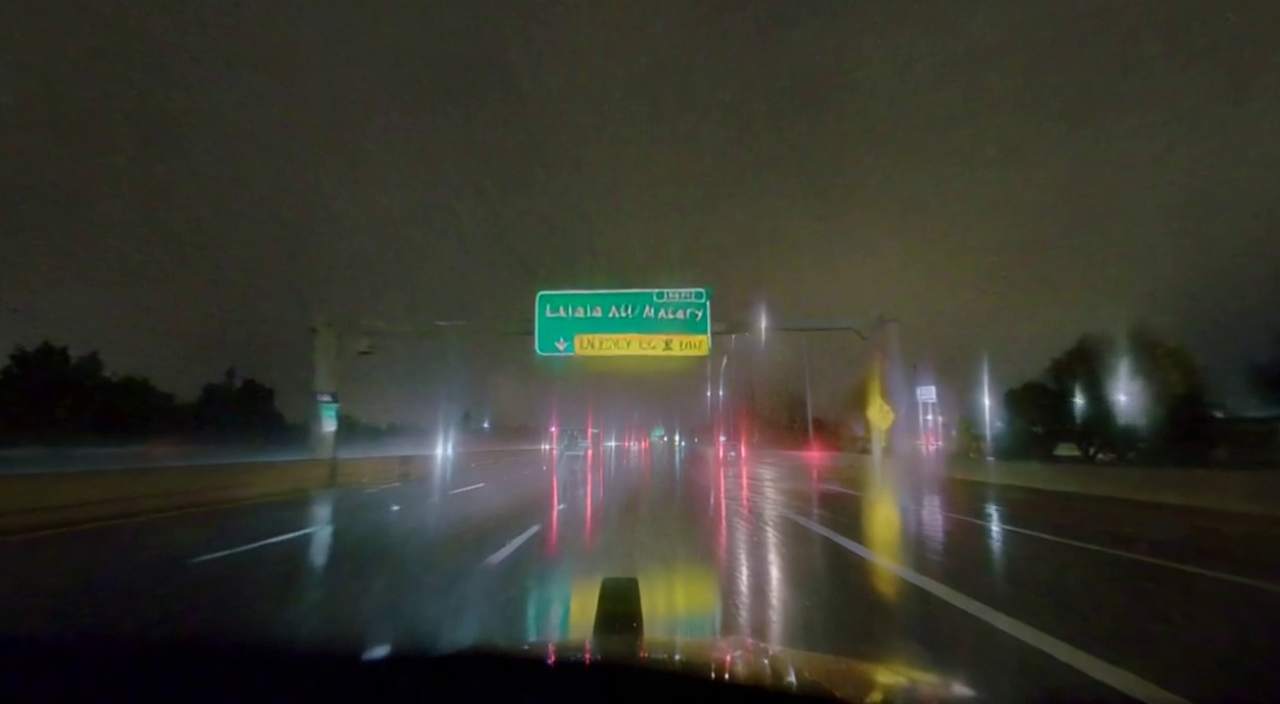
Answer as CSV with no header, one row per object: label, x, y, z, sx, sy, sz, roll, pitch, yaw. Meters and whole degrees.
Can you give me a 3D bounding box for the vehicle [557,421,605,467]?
vehicle,-4.016,6.443,44.320,2.881,2.937,7.045,0,-8,-2
